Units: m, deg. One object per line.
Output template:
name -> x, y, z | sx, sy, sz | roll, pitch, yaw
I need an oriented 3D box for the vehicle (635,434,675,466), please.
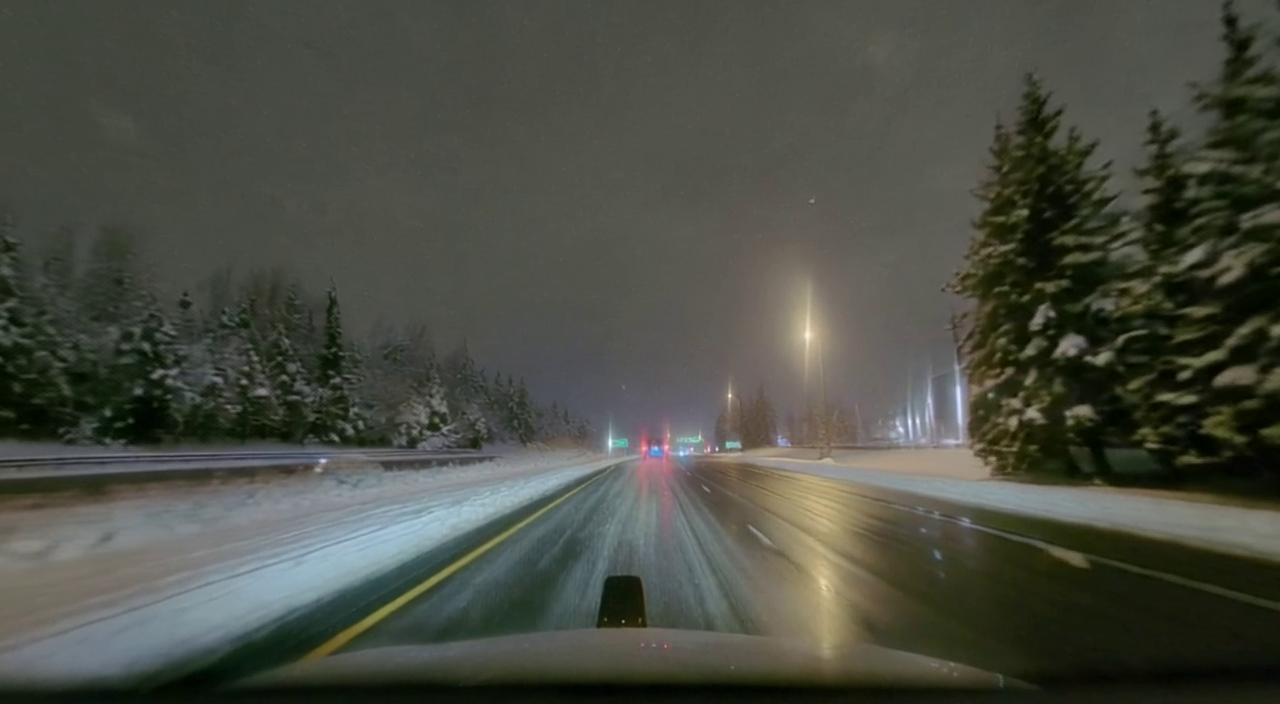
vehicle -> 1.169, 6.980, 44.772 | 2.546, 2.126, 5.153 | -1, -8, 5
